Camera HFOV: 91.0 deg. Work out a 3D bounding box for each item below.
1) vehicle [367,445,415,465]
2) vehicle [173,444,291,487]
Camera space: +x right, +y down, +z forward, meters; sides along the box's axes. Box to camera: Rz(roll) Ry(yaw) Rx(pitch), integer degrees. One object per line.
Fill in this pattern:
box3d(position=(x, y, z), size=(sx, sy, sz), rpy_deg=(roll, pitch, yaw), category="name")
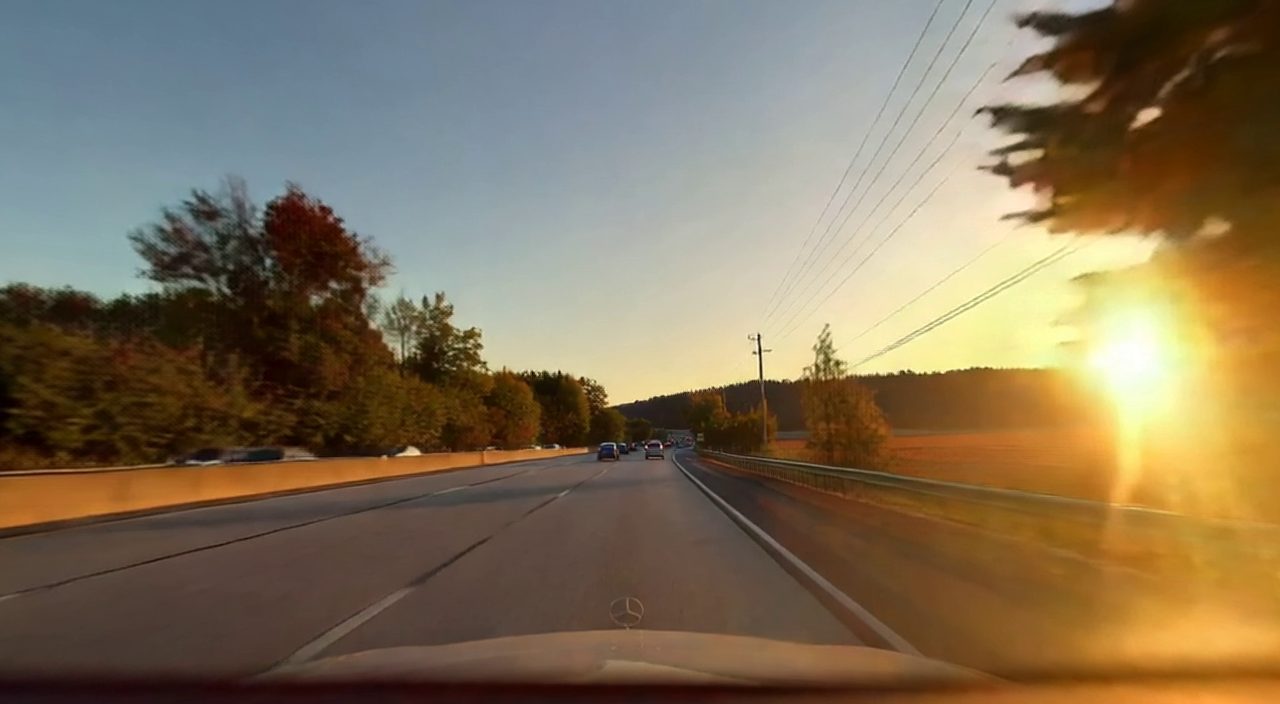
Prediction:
box3d(position=(-19.180, 7.952, 48.690), size=(1.847, 1.442, 4.222), rpy_deg=(0, -8, 2), category="vehicle")
box3d(position=(-15.646, 4.348, 24.445), size=(1.893, 1.494, 3.933), rpy_deg=(0, -8, 1), category="vehicle")
